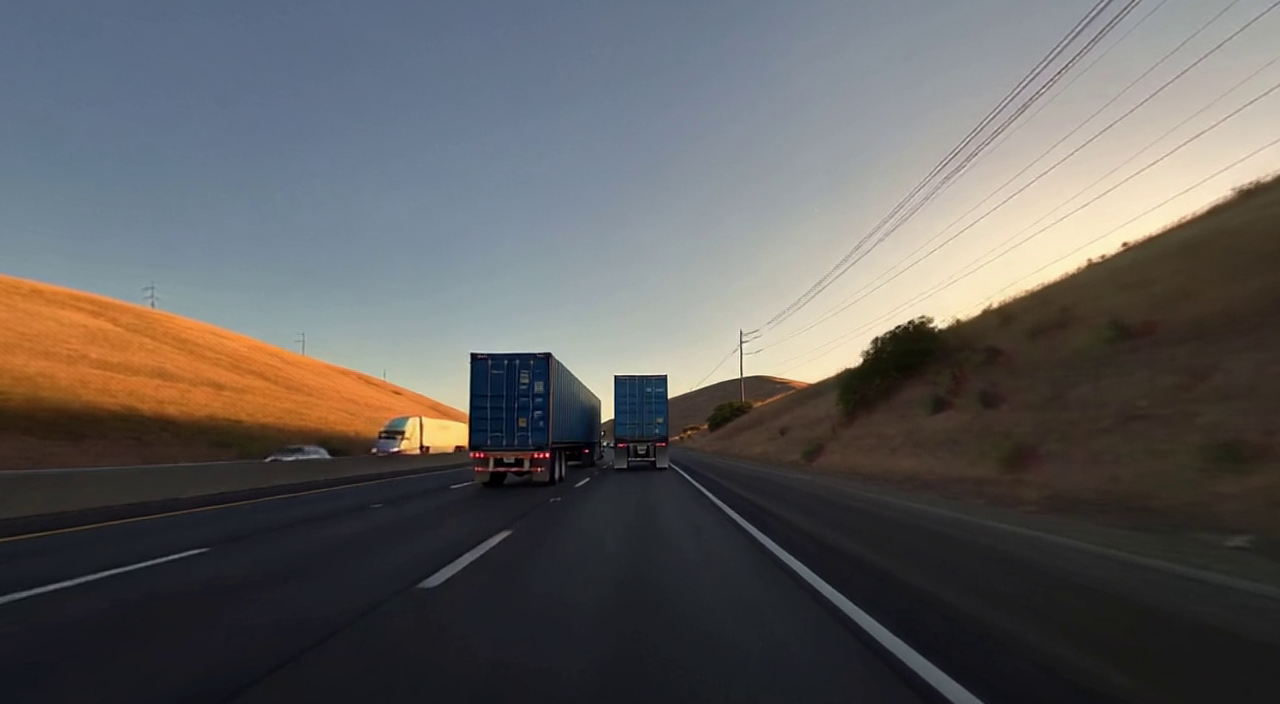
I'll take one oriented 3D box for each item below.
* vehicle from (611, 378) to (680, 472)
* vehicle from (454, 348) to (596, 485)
[{"bbox_3d":[0.131,4.006,33.339,3.006,4.120,11.586,0,-8,-1],"label":"vehicle"},{"bbox_3d":[-3.913,2.882,25.694,3.065,4.105,13.706,0,-8,1],"label":"vehicle"}]
